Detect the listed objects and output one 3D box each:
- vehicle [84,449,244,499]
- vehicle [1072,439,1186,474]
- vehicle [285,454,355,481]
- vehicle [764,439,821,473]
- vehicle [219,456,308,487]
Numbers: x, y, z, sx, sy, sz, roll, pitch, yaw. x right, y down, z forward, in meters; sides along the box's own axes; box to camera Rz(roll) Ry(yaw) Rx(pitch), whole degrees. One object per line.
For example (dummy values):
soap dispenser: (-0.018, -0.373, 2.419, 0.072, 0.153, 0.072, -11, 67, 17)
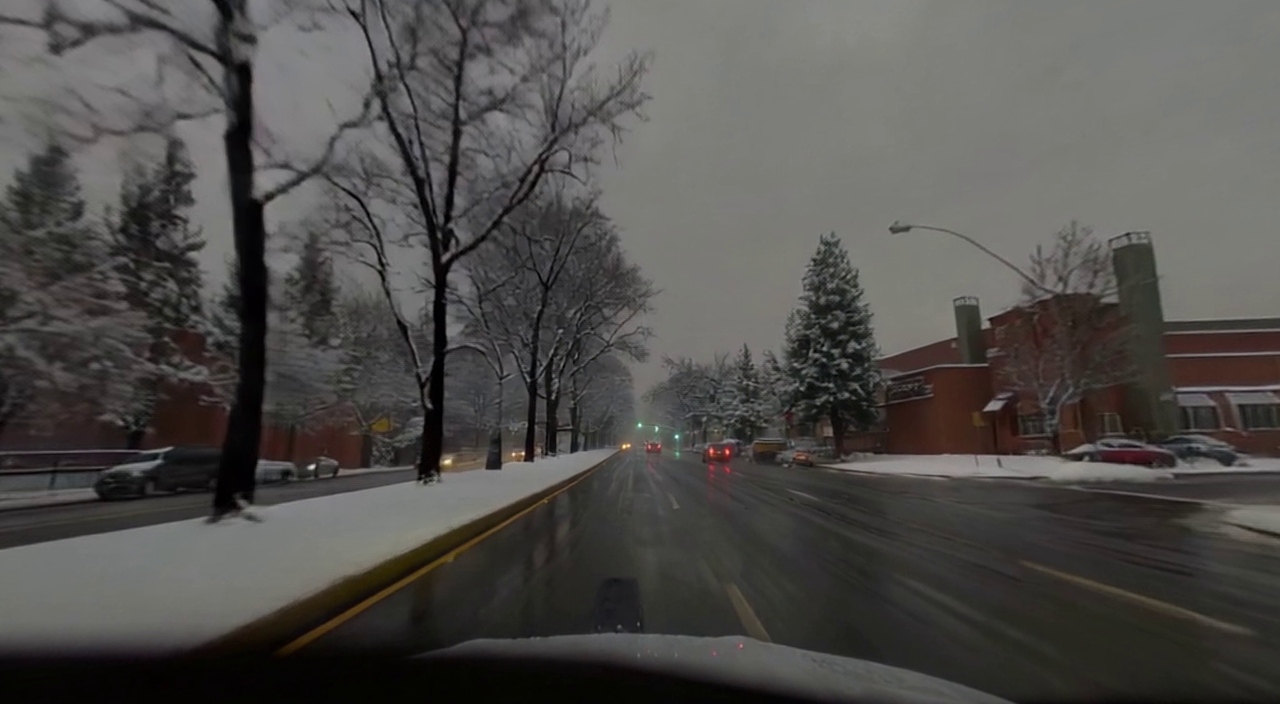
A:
vehicle: (-20.141, 5.143, 27.240, 2.208, 1.882, 5.826, -1, -9, 2)
vehicle: (23.638, 5.024, 30.580, 4.518, 1.599, 1.850, 2, -9, -14)
vehicle: (-19.838, 7.174, 39.463, 1.840, 1.464, 4.781, 0, -9, 1)
vehicle: (9.040, 6.181, 37.800, 1.994, 1.738, 4.622, 5, -9, -2)
vehicle: (-19.860, 6.306, 33.575, 1.795, 1.452, 4.718, 0, -9, 1)
